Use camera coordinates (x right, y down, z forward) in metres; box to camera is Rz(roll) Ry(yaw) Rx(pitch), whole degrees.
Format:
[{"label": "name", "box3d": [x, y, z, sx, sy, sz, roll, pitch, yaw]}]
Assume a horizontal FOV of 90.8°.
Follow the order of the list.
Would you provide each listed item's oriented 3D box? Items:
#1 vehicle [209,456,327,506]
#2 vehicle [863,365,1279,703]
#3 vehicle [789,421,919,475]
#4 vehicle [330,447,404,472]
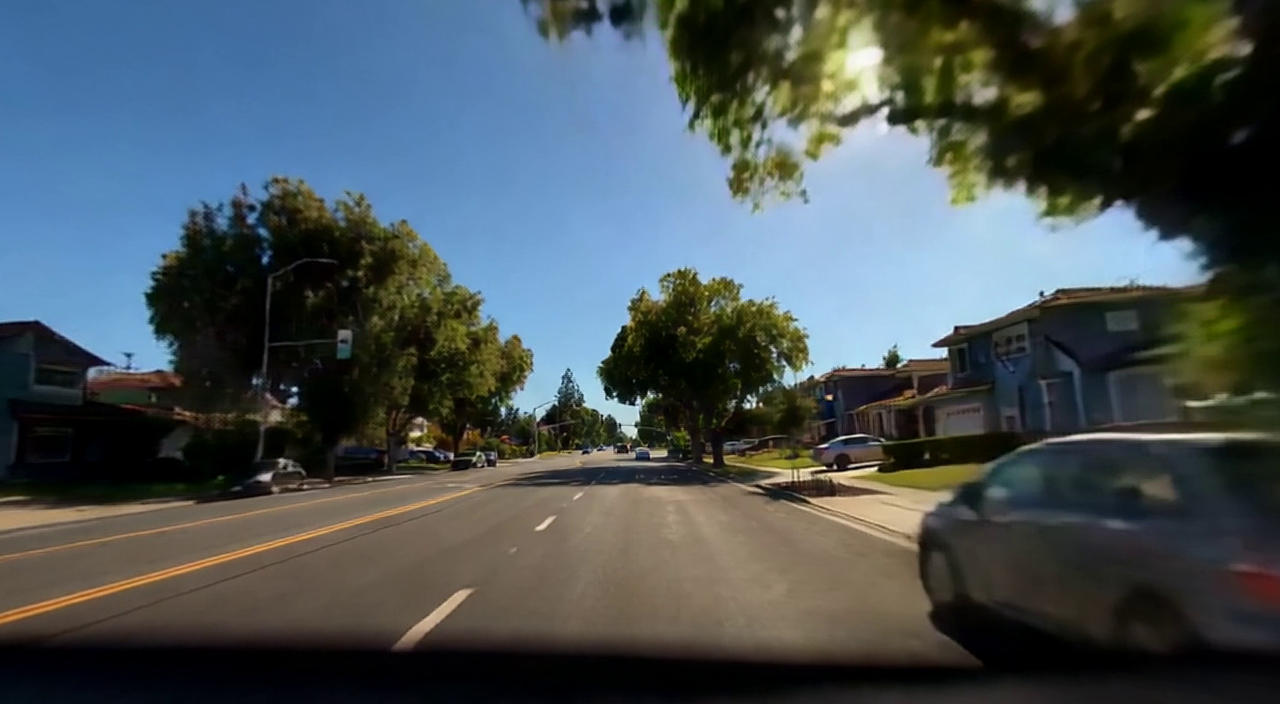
[{"label": "vehicle", "box3d": [-13.971, 4.822, 24.093, 1.876, 1.495, 4.647, -4, -9, -2]}, {"label": "vehicle", "box3d": [3.424, 1.192, 4.338, 2.078, 1.679, 4.562, 0, -9, 0]}, {"label": "vehicle", "box3d": [9.281, 4.199, 27.678, 4.790, 1.681, 2.029, -7, -8, -5]}, {"label": "vehicle", "box3d": [-21.043, 8.327, 48.879, 4.756, 1.869, 2.042, -1, -9, 5]}]
